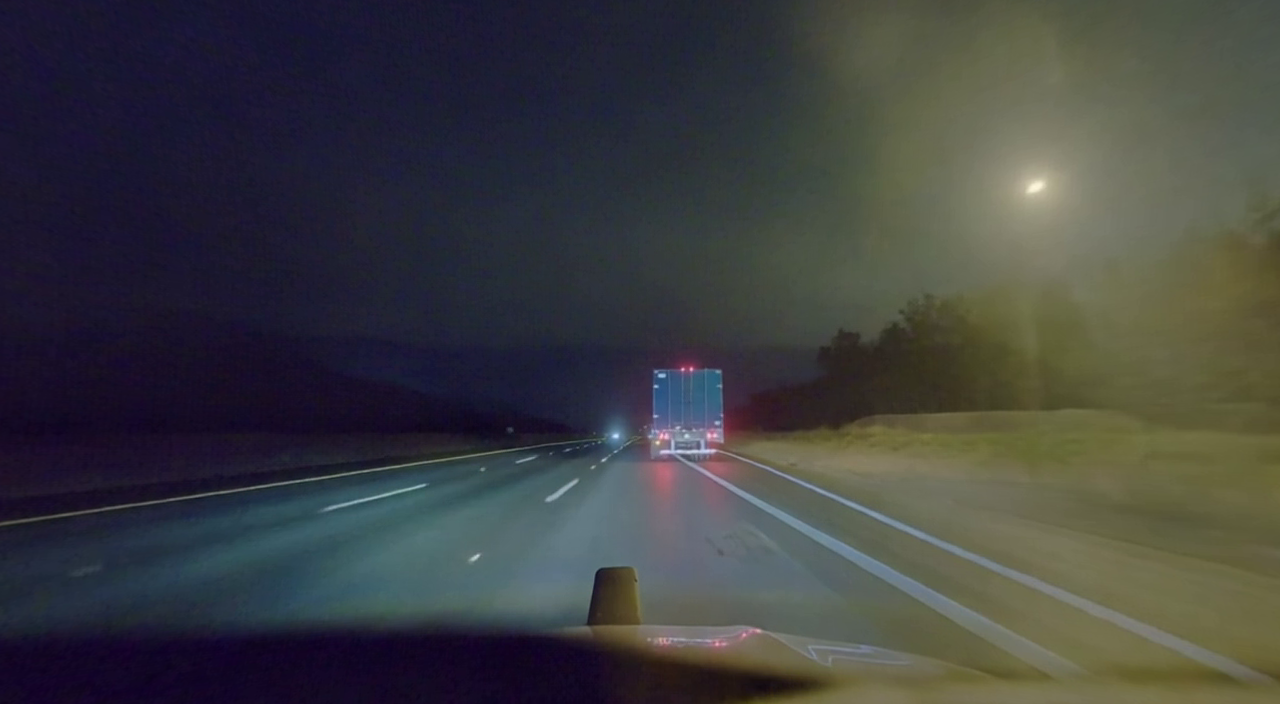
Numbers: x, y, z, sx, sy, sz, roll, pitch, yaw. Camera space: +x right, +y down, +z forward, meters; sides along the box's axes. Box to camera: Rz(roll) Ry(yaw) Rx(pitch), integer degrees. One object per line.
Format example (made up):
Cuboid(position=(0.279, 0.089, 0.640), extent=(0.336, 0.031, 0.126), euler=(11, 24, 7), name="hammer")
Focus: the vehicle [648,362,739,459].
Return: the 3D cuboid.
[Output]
Cuboid(position=(2.124, 3.015, 30.157), extent=(3.446, 3.698, 12.089), euler=(0, -8, 1), name="vehicle")
